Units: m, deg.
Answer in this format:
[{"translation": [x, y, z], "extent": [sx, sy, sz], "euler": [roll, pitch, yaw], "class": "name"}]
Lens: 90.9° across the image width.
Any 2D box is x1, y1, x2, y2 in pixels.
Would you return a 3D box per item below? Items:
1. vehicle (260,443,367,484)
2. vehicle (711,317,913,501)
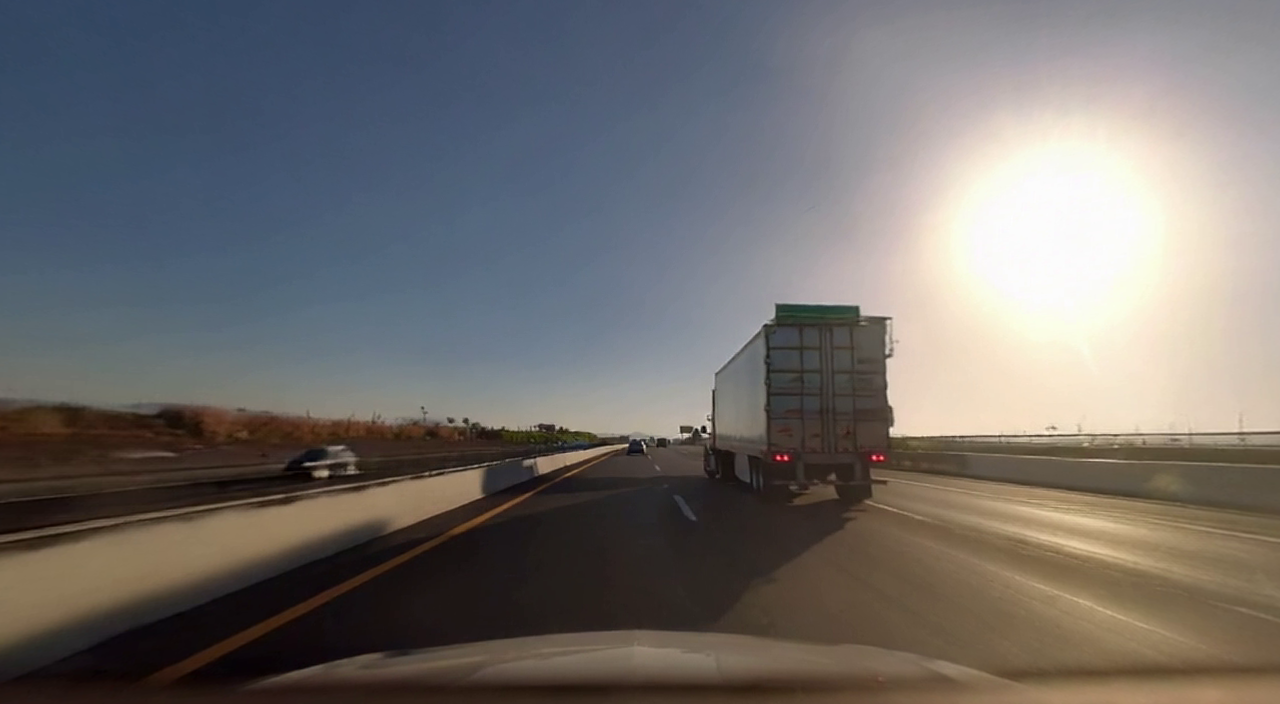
[{"translation": [-13.158, 4.468, 25.794], "extent": [1.888, 1.474, 4.711], "euler": [0, -8, 0], "class": "vehicle"}, {"translation": [4.536, 2.148, 20.693], "extent": [2.966, 4.072, 13.408], "euler": [0, -8, 1], "class": "vehicle"}]
